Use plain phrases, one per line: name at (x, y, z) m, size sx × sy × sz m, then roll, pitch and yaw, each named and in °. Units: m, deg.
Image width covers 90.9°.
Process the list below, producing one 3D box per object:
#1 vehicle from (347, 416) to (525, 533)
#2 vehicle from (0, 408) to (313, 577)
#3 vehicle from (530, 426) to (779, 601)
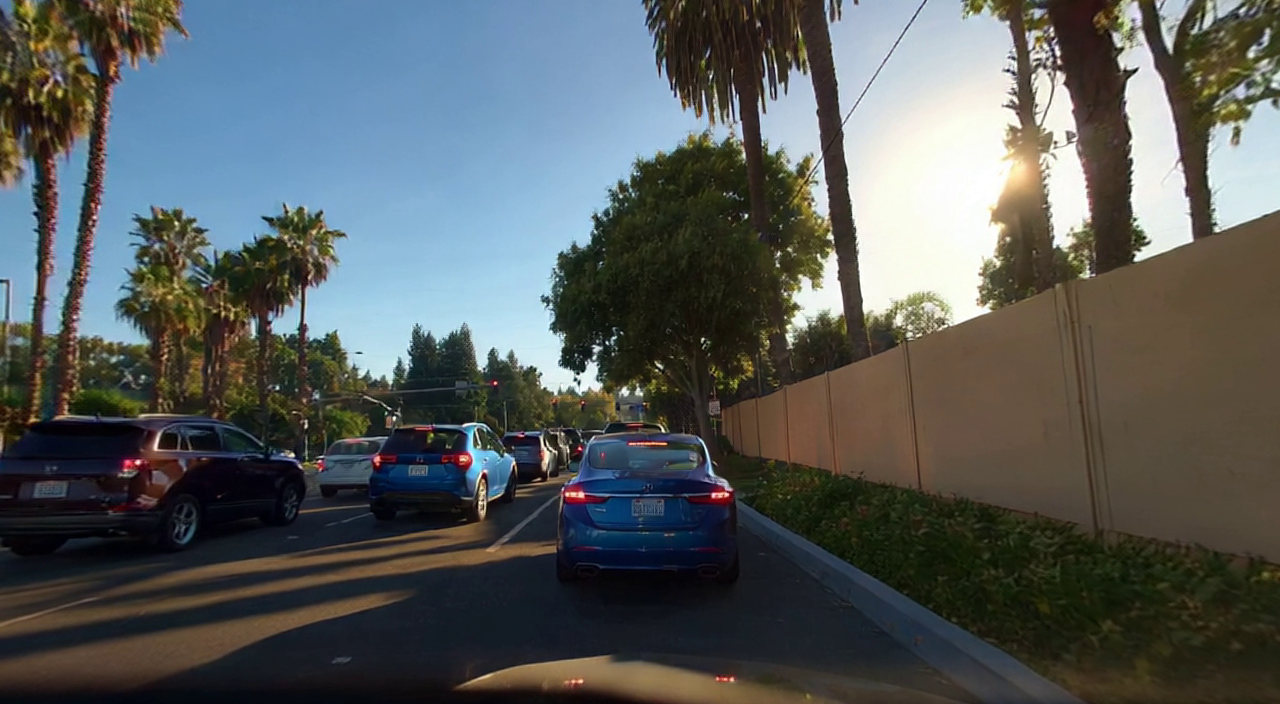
vehicle at (-3.452, 2.149, 11.636) m, size 2.007 × 1.746 × 4.136 m, roll 0°, pitch -8°, yaw -2°
vehicle at (-6.681, 1.770, 8.751) m, size 1.963 × 1.721 × 4.467 m, roll 0°, pitch -8°, yaw -2°
vehicle at (0.064, 1.697, 7.600) m, size 2.128 × 1.473 × 4.272 m, roll 0°, pitch -8°, yaw -2°
